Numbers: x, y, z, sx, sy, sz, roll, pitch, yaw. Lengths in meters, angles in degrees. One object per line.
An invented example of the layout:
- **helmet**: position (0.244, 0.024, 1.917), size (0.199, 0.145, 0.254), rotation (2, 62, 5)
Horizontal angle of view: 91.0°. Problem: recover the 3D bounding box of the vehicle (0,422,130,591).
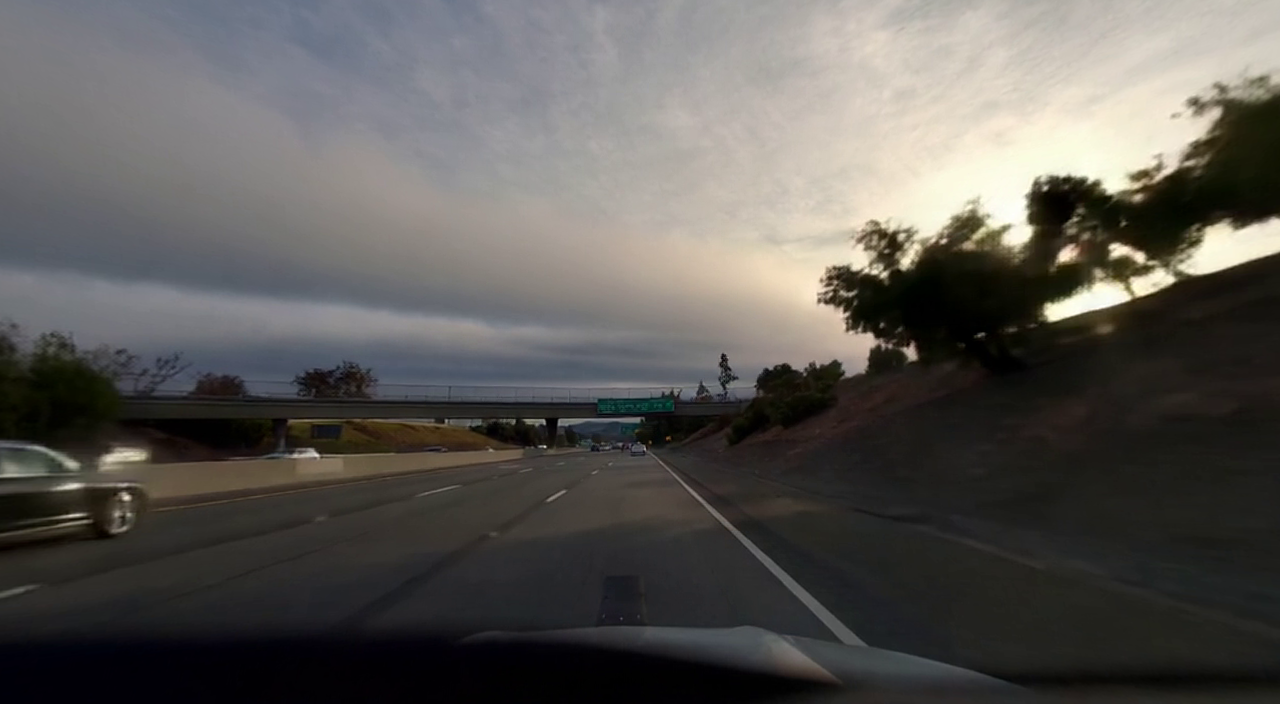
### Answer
- **vehicle**: position (-6.905, 1.279, 4.825), size (1.916, 1.545, 4.757), rotation (0, -8, 1)
